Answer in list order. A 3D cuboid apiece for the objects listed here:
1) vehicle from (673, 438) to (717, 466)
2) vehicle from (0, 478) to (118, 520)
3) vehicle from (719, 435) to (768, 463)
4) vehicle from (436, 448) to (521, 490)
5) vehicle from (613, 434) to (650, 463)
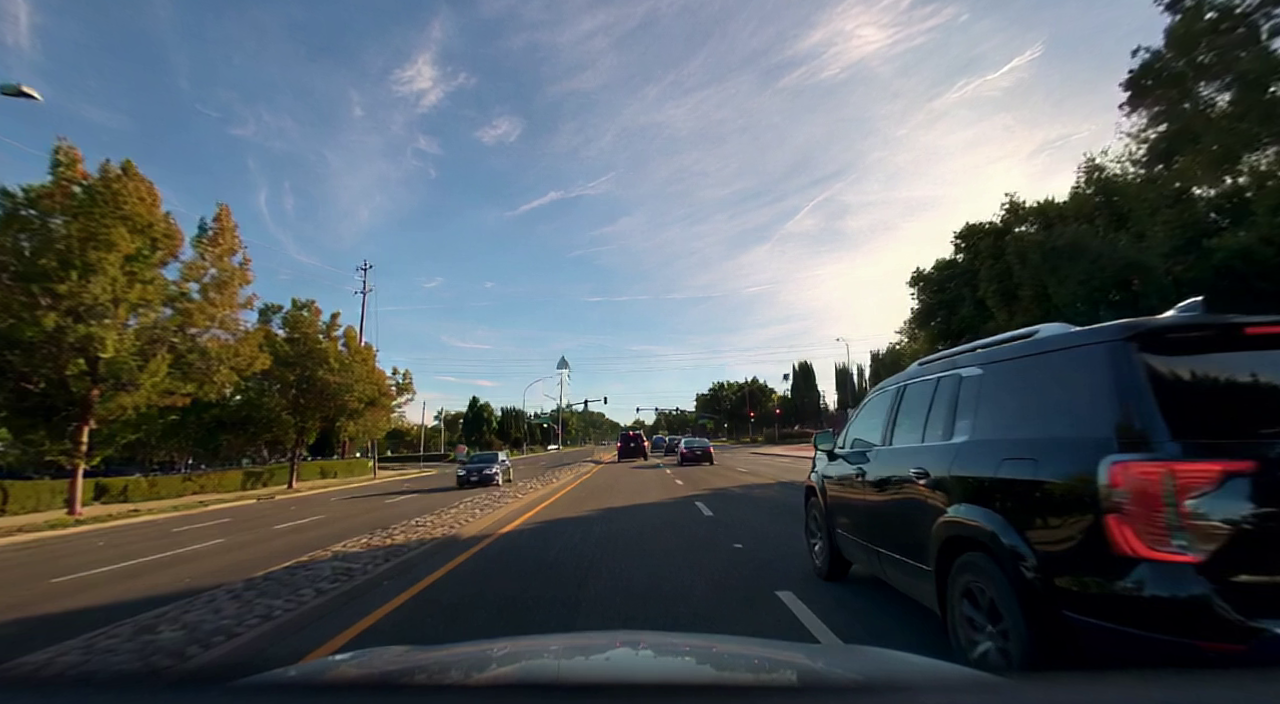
[{"bbox_3d":[2.993,5.563,35.290,1.984,1.462,4.513,0,-9,-1],"label":"vehicle"},{"bbox_3d":[-26.813,6.761,29.300,3.647,1.670,1.716,5,-10,-31],"label":"vehicle"},{"bbox_3d":[6.524,6.177,40.386,2.198,1.678,4.419,0,-9,-2],"label":"vehicle"},{"bbox_3d":[-6.179,4.507,24.780,2.157,1.483,4.397,0,-9,1],"label":"vehicle"},{"bbox_3d":[-0.533,6.412,42.185,2.300,1.821,4.254,0,-9,0],"label":"vehicle"}]
